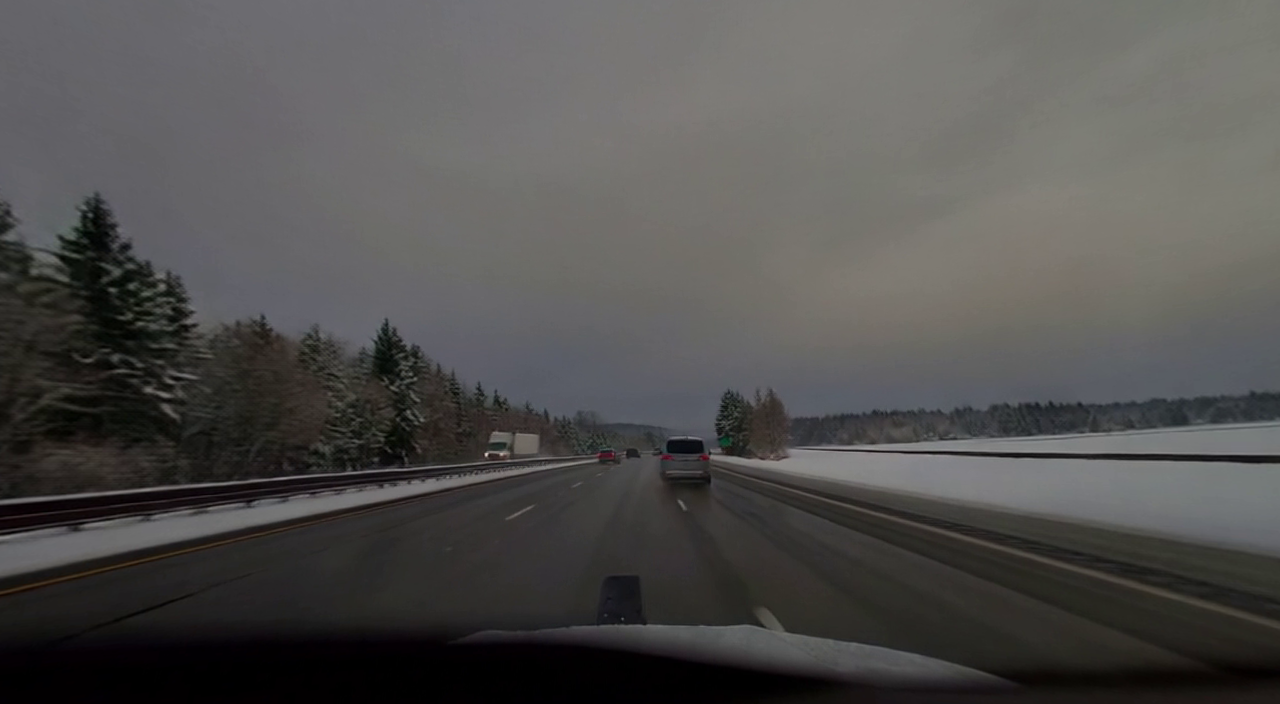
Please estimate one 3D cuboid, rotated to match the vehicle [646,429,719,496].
[{"bbox_3d":[1.415,3.786,21.898,2.219,2.033,4.911,-1,-9,2],"label":"vehicle"}]
